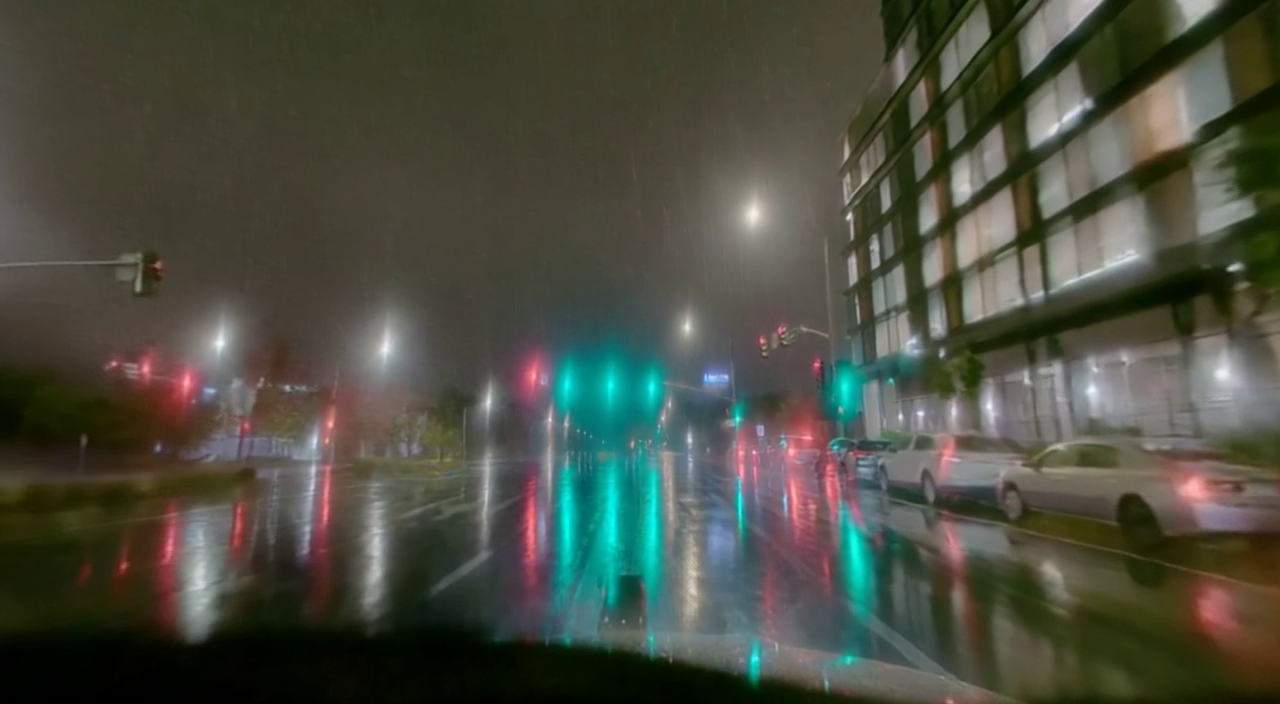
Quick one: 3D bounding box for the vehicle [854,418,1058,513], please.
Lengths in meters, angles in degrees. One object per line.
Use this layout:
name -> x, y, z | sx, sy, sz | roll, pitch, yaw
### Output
vehicle -> 6.753, 2.494, 14.273 | 1.978, 1.728, 5.129 | 0, -9, 0

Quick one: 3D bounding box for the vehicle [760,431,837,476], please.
vehicle -> 6.702, 4.341, 27.119 | 1.984, 1.751, 4.759 | 0, -9, -1

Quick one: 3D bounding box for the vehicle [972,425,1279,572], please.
vehicle -> 6.751, 1.841, 8.711 | 1.880, 1.483, 4.510 | 0, -9, 1
